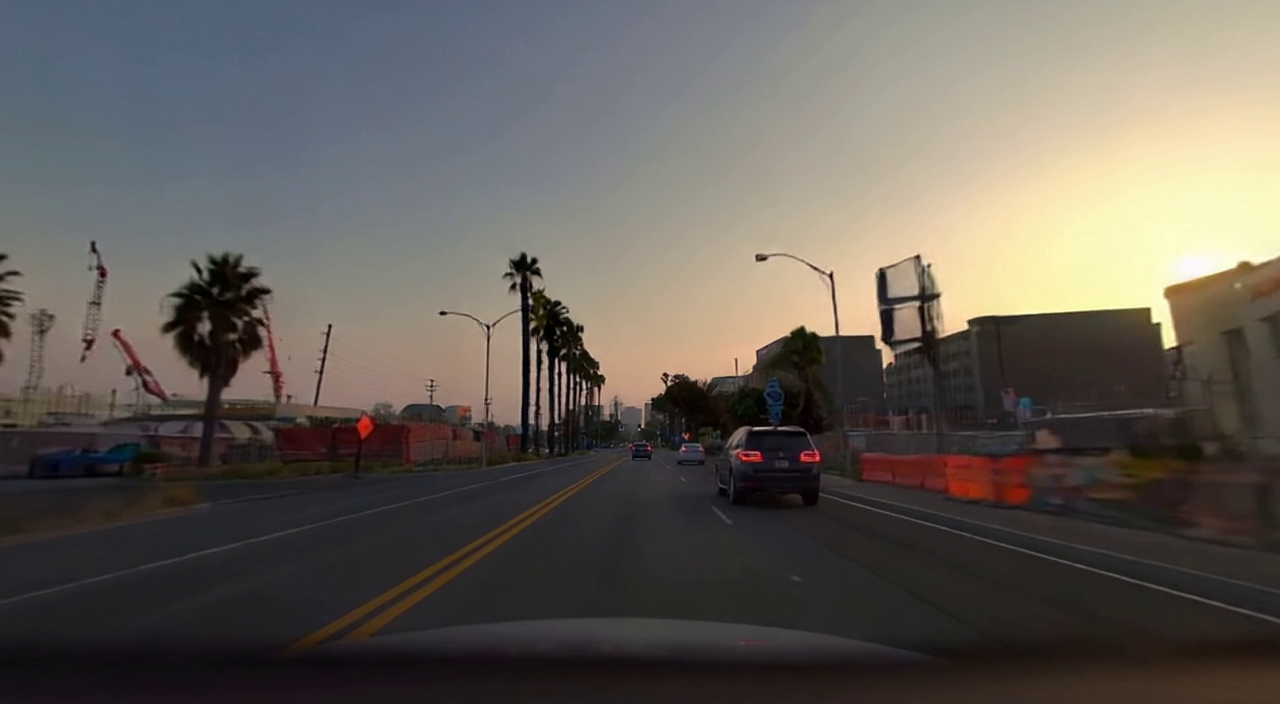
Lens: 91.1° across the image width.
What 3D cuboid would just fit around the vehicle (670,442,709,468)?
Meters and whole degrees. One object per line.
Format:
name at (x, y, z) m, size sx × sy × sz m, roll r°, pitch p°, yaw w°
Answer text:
vehicle at (3.157, 6.662, 40.750) m, size 2.148 × 1.562 × 4.642 m, roll 0°, pitch -8°, yaw 0°

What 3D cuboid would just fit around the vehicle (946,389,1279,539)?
vehicle at (10.724, 2.495, 14.939) m, size 2.799 × 2.593 × 7.710 m, roll -1°, pitch -8°, yaw -1°

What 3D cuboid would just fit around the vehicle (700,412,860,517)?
vehicle at (2.910, 2.538, 14.698) m, size 2.386 × 1.970 × 5.665 m, roll 0°, pitch -8°, yaw -1°
